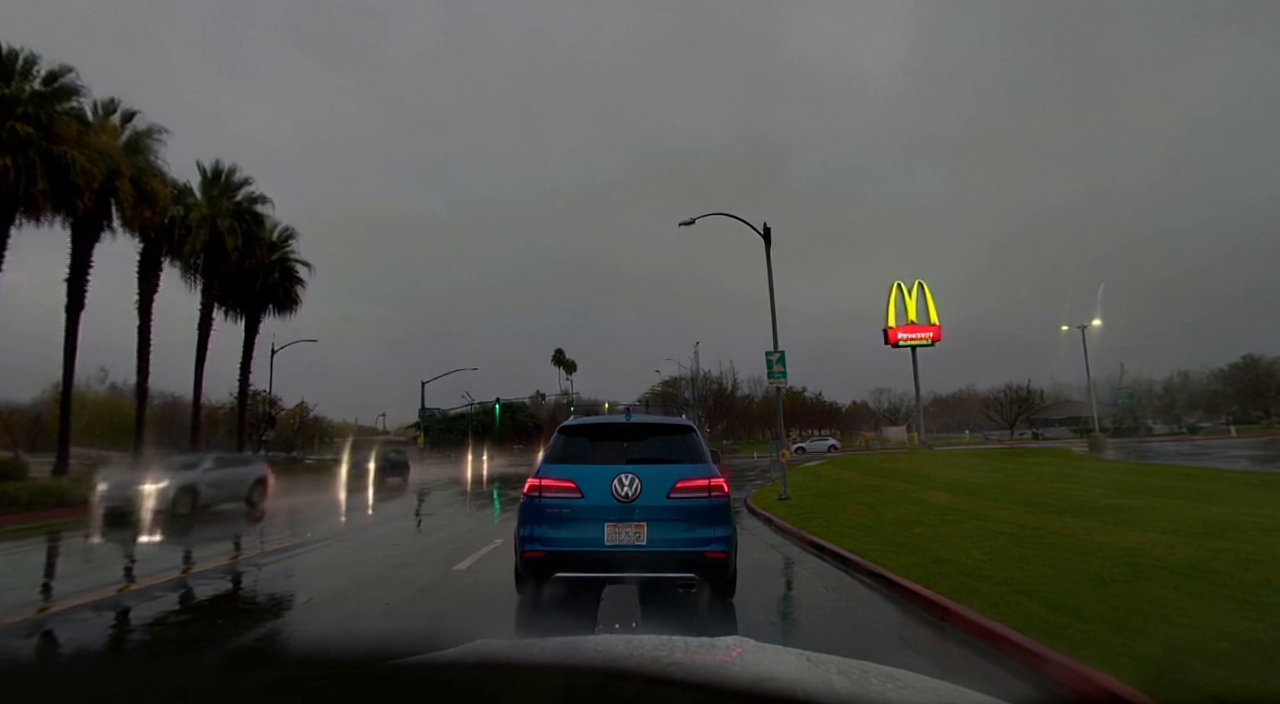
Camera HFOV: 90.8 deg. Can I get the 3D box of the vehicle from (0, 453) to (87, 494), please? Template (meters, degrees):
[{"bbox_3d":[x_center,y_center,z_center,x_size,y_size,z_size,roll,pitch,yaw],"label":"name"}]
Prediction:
[{"bbox_3d":[-28.117,5.416,28.217,4.584,1.714,2.186,4,-10,-27],"label":"vehicle"}]

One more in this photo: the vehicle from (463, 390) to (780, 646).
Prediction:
[{"bbox_3d":[-0.143,1.418,6.328,2.137,1.728,3.926,0,-9,-1],"label":"vehicle"}]

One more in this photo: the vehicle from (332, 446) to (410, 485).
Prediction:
[{"bbox_3d":[-13.915,5.867,33.070,2.029,1.820,4.915,0,-9,-2],"label":"vehicle"}]

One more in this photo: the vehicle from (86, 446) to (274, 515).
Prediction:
[{"bbox_3d":[-12.909,3.583,18.190,1.965,1.718,4.466,0,-9,1],"label":"vehicle"}]
